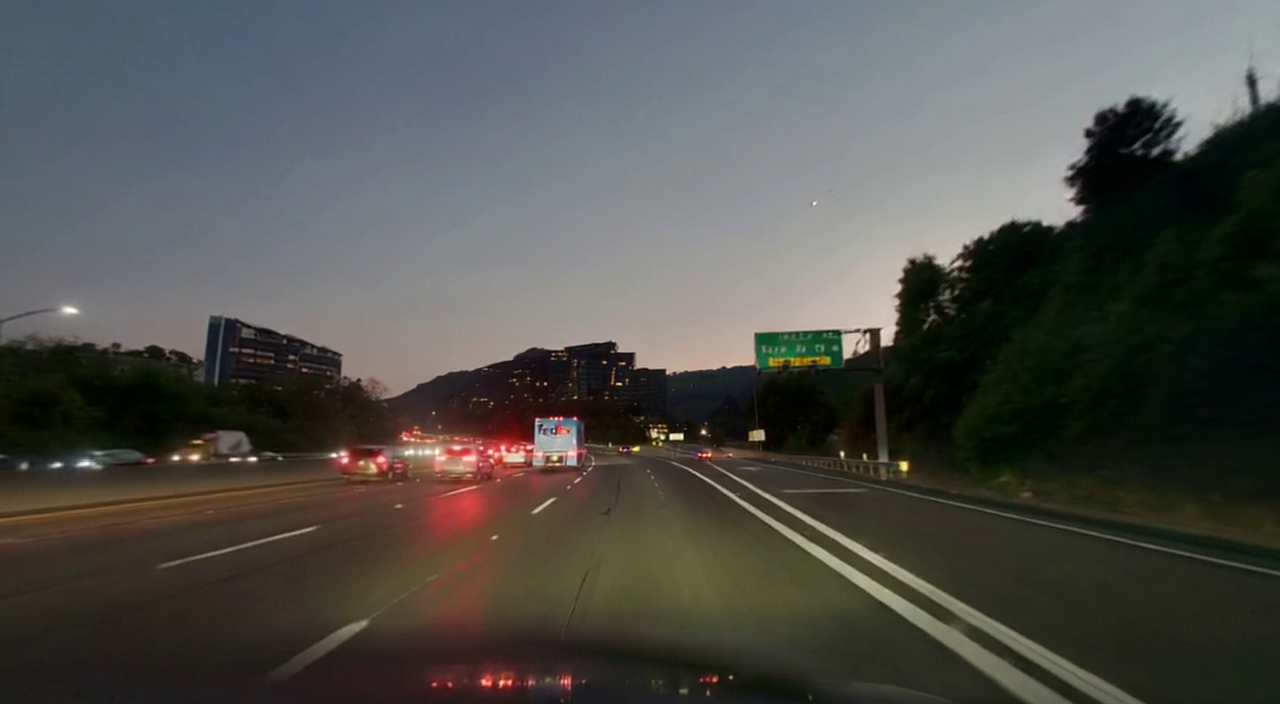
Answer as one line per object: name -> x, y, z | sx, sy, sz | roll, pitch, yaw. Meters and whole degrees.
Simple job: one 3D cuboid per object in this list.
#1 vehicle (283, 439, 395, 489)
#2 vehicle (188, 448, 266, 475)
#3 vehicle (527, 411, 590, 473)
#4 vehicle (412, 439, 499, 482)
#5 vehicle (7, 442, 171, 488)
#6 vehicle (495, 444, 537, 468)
vehicle -> -11.903, 4.432, 25.359 | 2.188, 1.784, 4.724 | 0, -8, -1
vehicle -> -24.926, 6.587, 38.258 | 1.817, 1.457, 4.305 | 1, -8, -1
vehicle -> -4.534, 5.237, 36.584 | 2.798, 3.212, 7.573 | 0, -8, -1
vehicle -> -8.165, 4.849, 28.555 | 2.461, 1.767, 4.991 | 0, -8, 0
vehicle -> -20.547, 4.204, 23.872 | 2.002, 1.540, 4.662 | 0, -8, 0
vehicle -> -8.794, 7.403, 45.138 | 2.143, 1.628, 4.559 | 0, -8, -1
